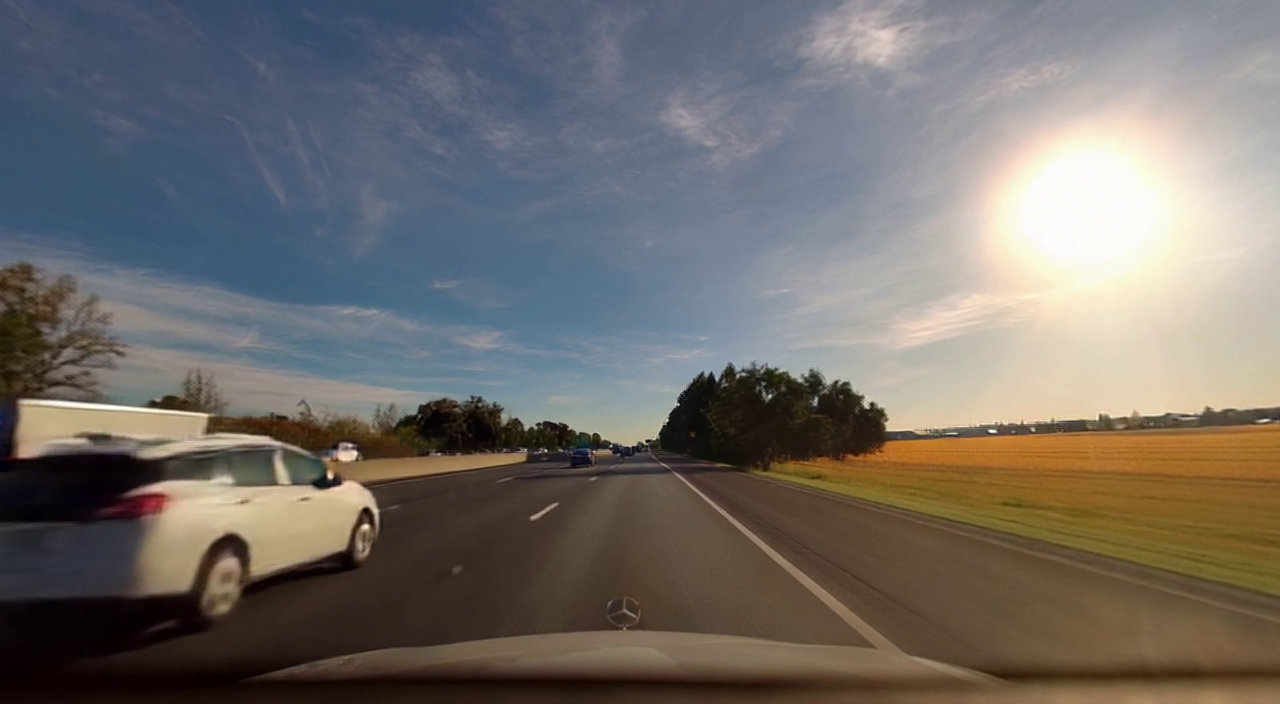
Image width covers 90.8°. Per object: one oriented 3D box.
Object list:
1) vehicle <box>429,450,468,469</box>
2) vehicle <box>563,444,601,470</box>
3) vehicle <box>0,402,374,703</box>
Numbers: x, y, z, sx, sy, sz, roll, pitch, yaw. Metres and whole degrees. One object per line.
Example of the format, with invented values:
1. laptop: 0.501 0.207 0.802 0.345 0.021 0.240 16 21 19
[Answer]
1. vehicle: -15.029 8.452 49.750 1.881 1.404 3.891 0 -9 0
2. vehicle: -3.617 6.630 40.008 1.954 1.541 4.079 0 -9 1
3. vehicle: -3.683 1.179 3.975 2.110 1.500 4.259 0 -9 0
